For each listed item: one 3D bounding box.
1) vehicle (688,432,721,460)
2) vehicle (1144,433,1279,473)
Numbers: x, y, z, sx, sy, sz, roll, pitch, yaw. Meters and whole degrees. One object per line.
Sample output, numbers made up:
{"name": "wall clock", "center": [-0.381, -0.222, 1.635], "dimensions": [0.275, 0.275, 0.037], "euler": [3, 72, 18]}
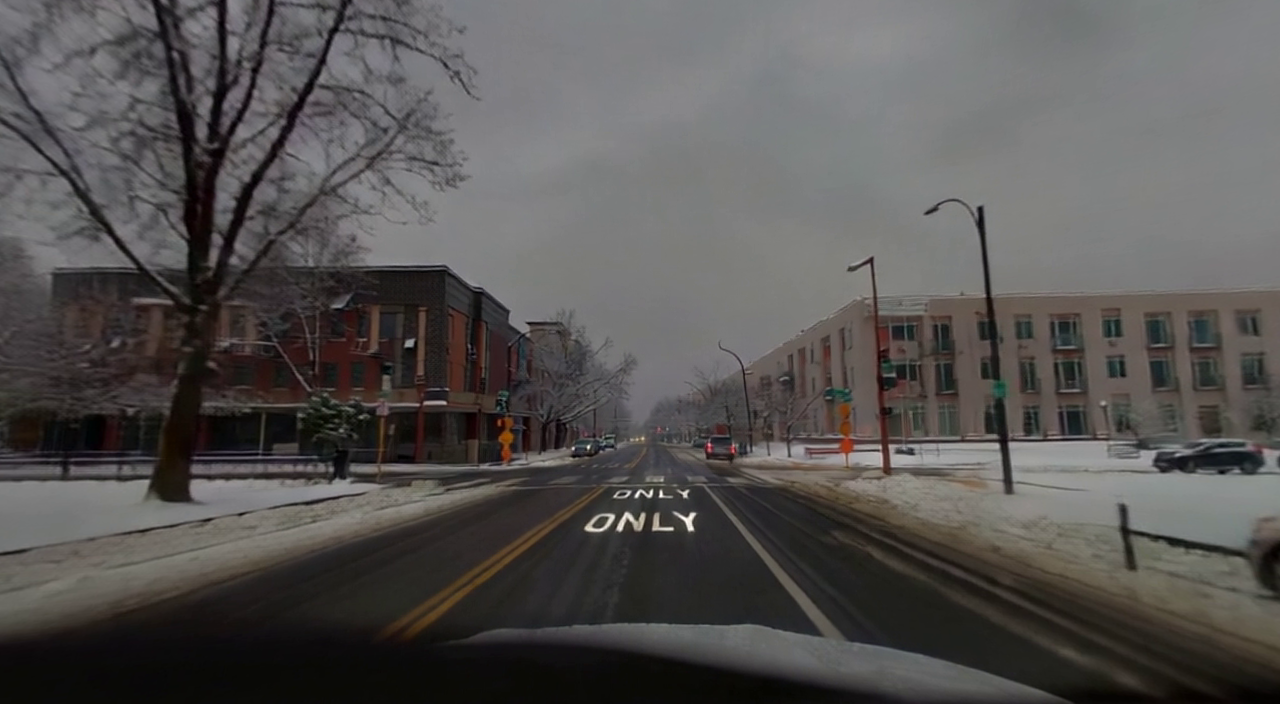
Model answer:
{"name": "vehicle", "center": [4.628, 6.869, 45.997], "dimensions": [1.971, 1.919, 4.748], "euler": [0, -8, 1]}
{"name": "vehicle", "center": [26.557, 4.668, 29.158], "dimensions": [4.525, 1.769, 2.180], "euler": [0, -8, -1]}
